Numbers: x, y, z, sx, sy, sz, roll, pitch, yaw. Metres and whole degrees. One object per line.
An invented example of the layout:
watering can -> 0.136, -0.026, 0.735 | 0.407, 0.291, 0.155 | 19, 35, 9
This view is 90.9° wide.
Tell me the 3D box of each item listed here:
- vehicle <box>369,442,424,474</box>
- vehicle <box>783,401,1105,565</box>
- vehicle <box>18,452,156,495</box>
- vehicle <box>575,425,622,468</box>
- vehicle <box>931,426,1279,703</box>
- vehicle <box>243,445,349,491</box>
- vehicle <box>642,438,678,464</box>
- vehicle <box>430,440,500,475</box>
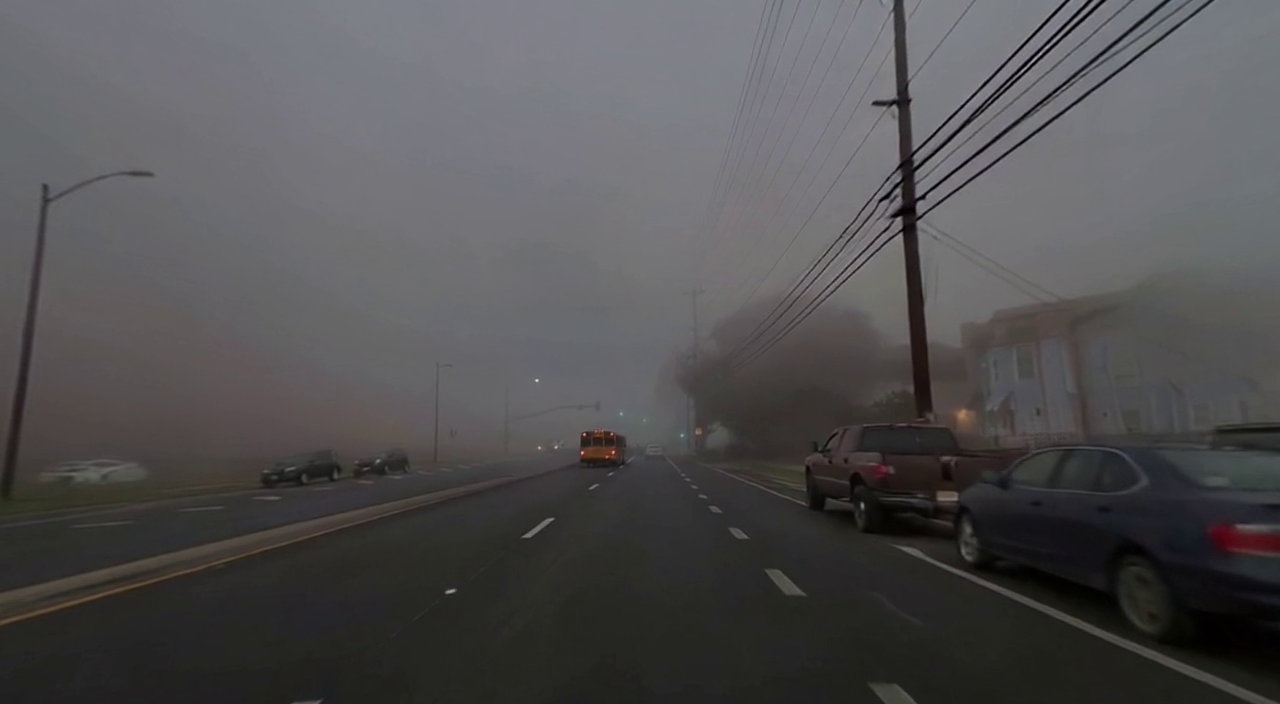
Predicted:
vehicle -> -15.379, 6.690, 40.039 | 1.888, 1.766, 4.127 | -5, -8, -1
vehicle -> 4.039, 1.859, 9.812 | 2.259, 1.825, 5.285 | 0, -8, -1
vehicle -> -20.651, 4.527, 23.633 | 3.558, 1.480, 1.670 | 0, -8, 0
vehicle -> -2.084, 4.909, 32.792 | 2.168, 2.040, 4.527 | 0, -8, 0
vehicle -> 4.138, 1.298, 4.469 | 1.838, 1.458, 4.750 | 0, -8, -1
vehicle -> -15.373, 5.153, 28.513 | 1.993, 1.639, 5.065 | -7, -8, -1
vehicle -> 1.206, 6.025, 38.573 | 2.063, 1.495, 3.849 | 0, -8, 1
vehicle -> -8.530, 5.154, 31.165 | 2.096, 1.552, 4.714 | 0, -8, 0
